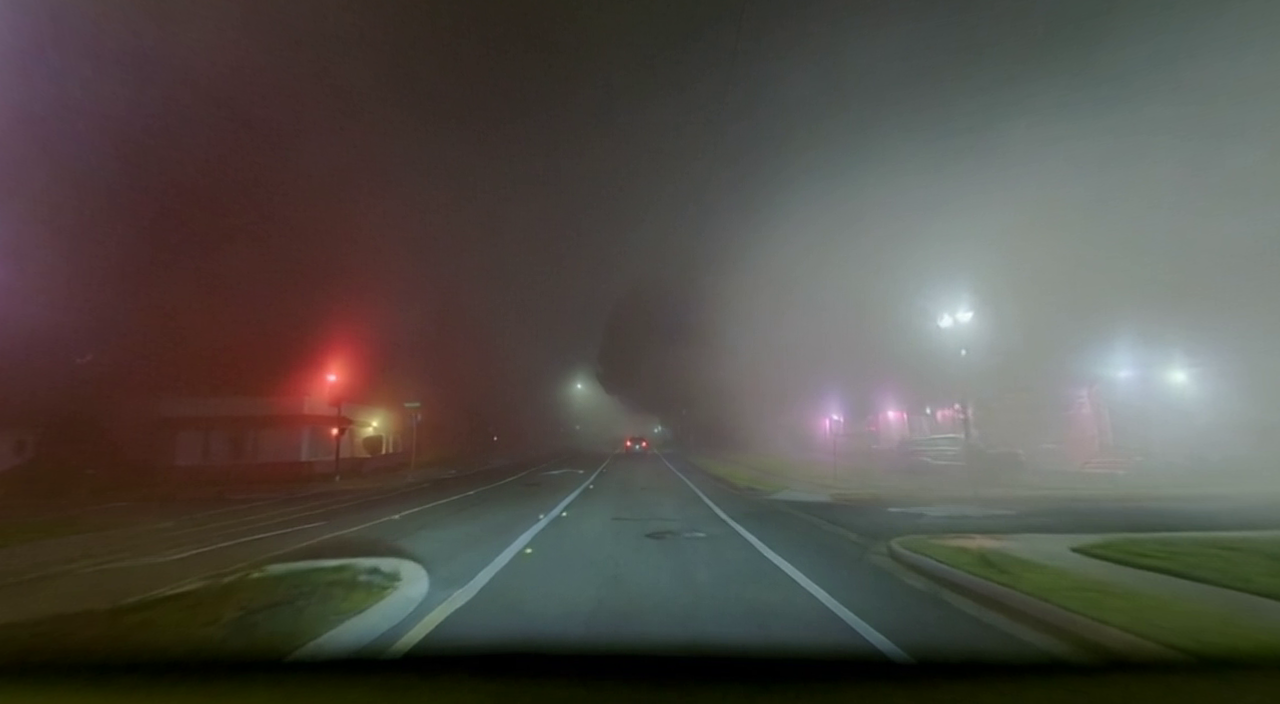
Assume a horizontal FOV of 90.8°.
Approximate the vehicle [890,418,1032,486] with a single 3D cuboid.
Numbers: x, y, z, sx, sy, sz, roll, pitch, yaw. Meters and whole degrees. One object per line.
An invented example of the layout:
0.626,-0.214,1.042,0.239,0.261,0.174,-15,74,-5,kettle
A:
11.060,3.621,22.225,2.001,1.744,4.449,-3,-14,-9,vehicle
